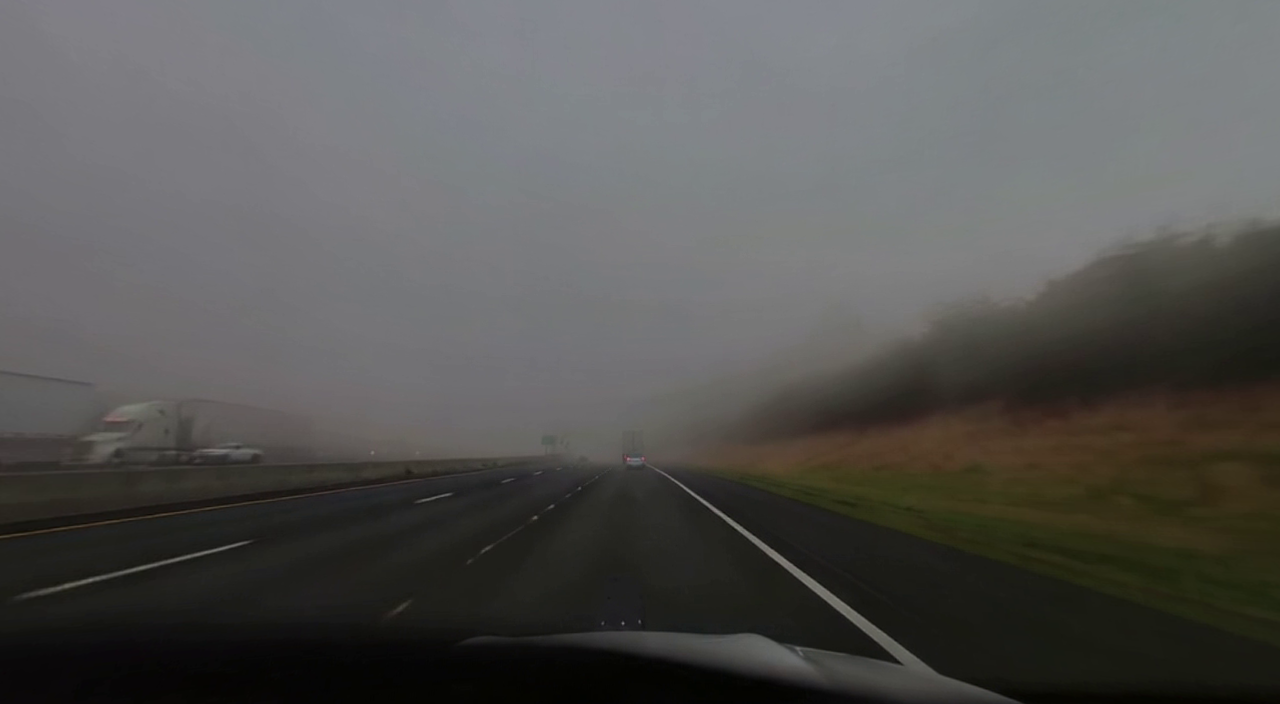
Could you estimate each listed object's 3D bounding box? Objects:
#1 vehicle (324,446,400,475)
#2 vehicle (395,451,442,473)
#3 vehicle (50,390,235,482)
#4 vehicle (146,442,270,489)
[{"bbox_3d":[-15.408,6.038,35.235,2.155,1.506,4.541,0,-9,0],"label":"vehicle"},{"bbox_3d":[-15.382,7.629,43.983,1.827,1.416,3.911,0,-9,0],"label":"vehicle"},{"bbox_3d":[-23.690,4.153,30.703,2.971,3.926,7.189,0,-9,-1],"label":"vehicle"},{"bbox_3d":[-15.296,4.034,22.581,1.699,1.513,3.748,0,-9,1],"label":"vehicle"}]
